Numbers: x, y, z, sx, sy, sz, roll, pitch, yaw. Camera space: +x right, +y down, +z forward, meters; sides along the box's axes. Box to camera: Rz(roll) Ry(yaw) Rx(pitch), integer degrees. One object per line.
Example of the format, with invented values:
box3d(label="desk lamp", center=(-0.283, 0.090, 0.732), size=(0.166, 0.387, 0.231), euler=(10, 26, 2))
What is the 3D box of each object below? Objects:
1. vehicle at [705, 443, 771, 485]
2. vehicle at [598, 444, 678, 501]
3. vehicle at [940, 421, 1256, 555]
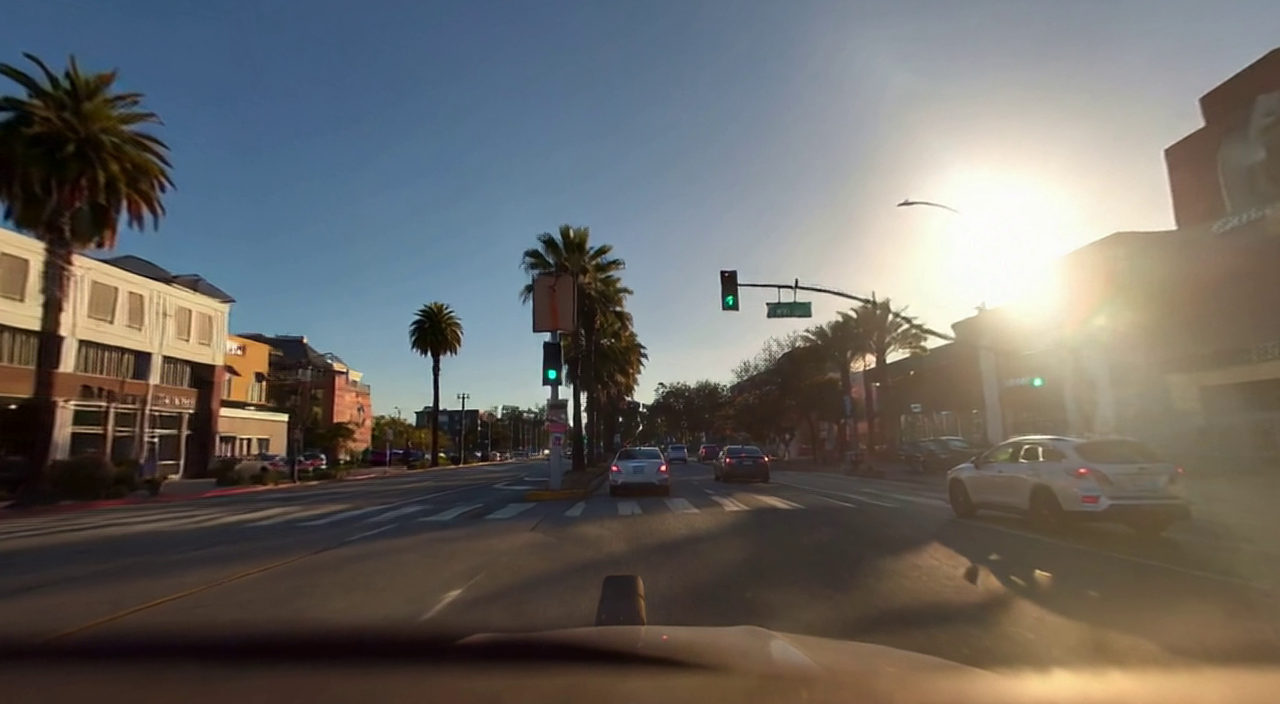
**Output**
box3d(label="vehicle", center=(3.887, 4.508, 25.708), size=(1.892, 1.532, 4.177), euler=(0, -8, -1))
box3d(label="vehicle", center=(-0.061, 3.468, 18.619), size=(2.110, 1.487, 3.873), euler=(0, -8, 0))
box3d(label="vehicle", center=(6.849, 2.043, 10.174), size=(1.940, 1.674, 4.085), euler=(0, -8, -1))
